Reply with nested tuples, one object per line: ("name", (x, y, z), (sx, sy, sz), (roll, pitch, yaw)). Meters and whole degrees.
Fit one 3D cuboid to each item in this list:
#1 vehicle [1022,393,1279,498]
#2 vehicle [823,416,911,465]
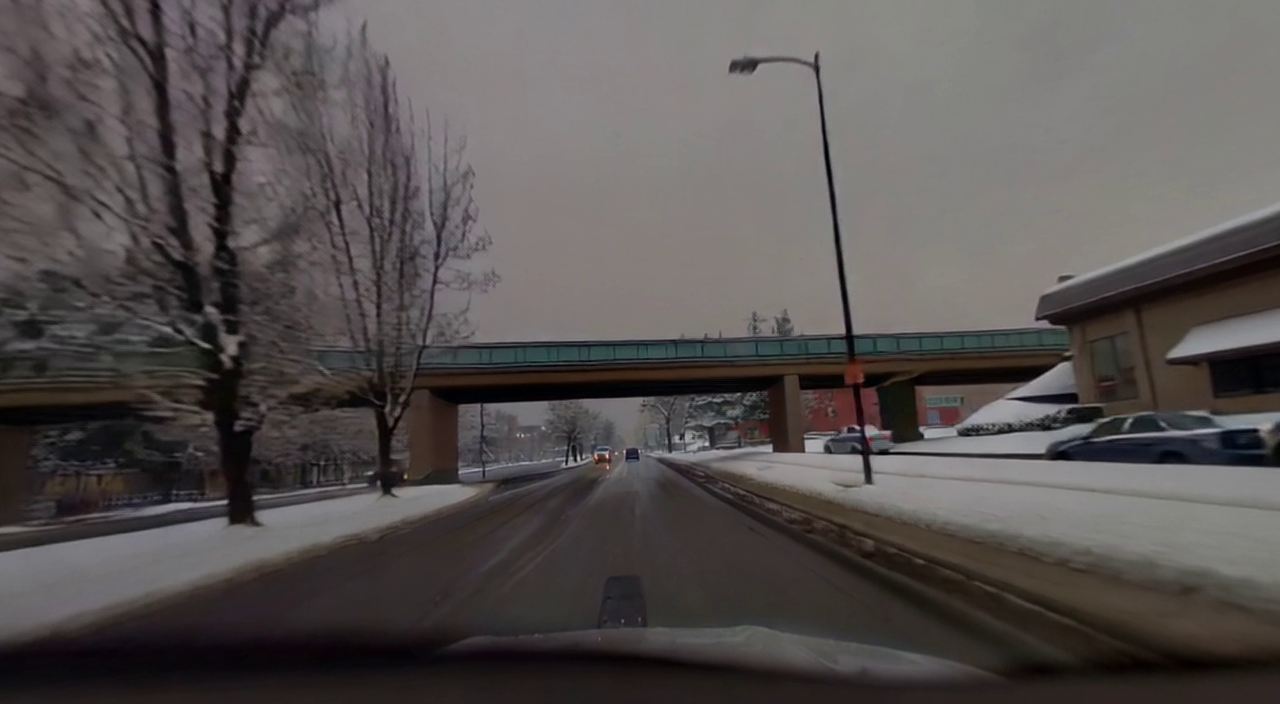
("vehicle", (10.266, 1.779, 12.298), (2.135, 1.530, 5.197), (-5, -9, -1))
("vehicle", (10.514, 4.193, 29.552), (2.244, 1.866, 4.603), (-6, -9, 0))
